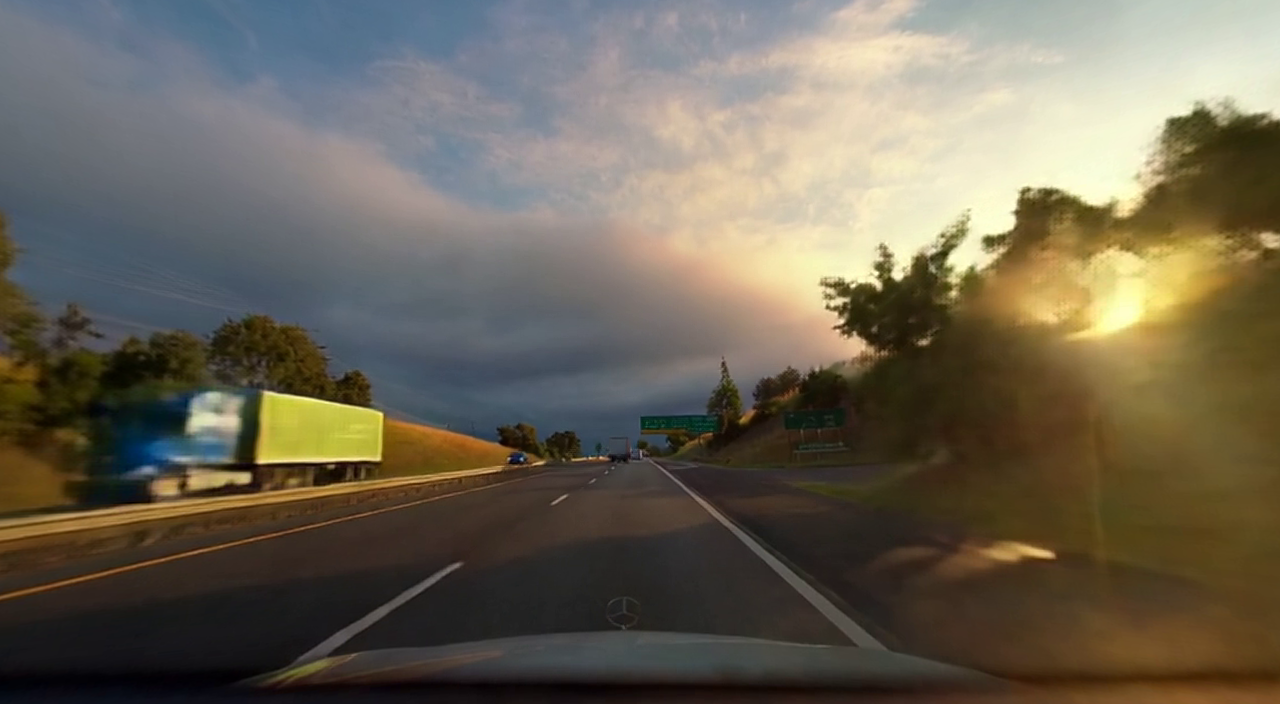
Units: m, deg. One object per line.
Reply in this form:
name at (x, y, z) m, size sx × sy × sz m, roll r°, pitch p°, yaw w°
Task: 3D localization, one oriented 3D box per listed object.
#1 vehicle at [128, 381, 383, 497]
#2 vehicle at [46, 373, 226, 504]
vehicle at (-16.247, 4.120, 28.994) m, size 3.011 × 4.038 × 13.732 m, roll 0°, pitch -9°, yaw 0°
vehicle at (-16.306, 2.834, 20.697) m, size 3.104 × 3.970 × 2.917 m, roll 0°, pitch -9°, yaw 1°
